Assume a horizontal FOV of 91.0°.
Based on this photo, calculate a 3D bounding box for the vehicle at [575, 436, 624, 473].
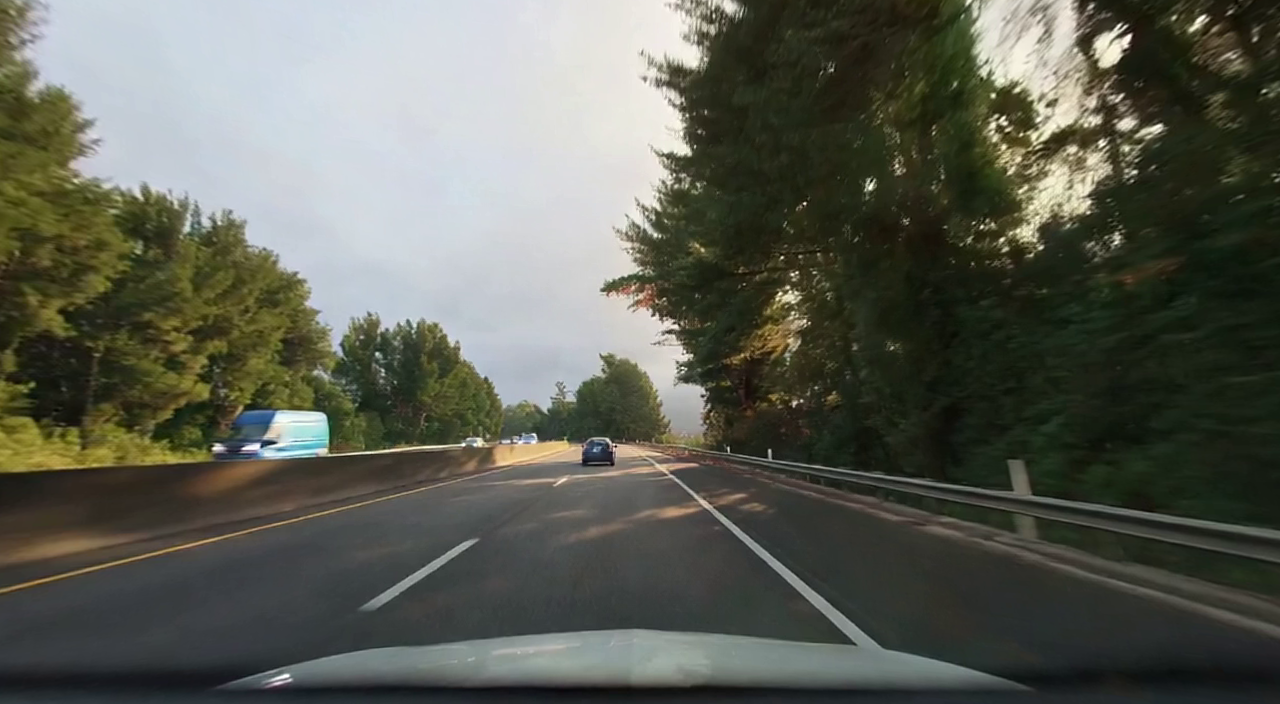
[{"bbox_3d":[-1.753,4.563,28.325,2.004,1.515,3.968,0,-8,-1],"label":"vehicle"}]

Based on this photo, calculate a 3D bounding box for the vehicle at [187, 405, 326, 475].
[{"bbox_3d":[-15.670,3.655,26.228,2.406,2.571,5.511,0,-8,-2],"label":"vehicle"}]
